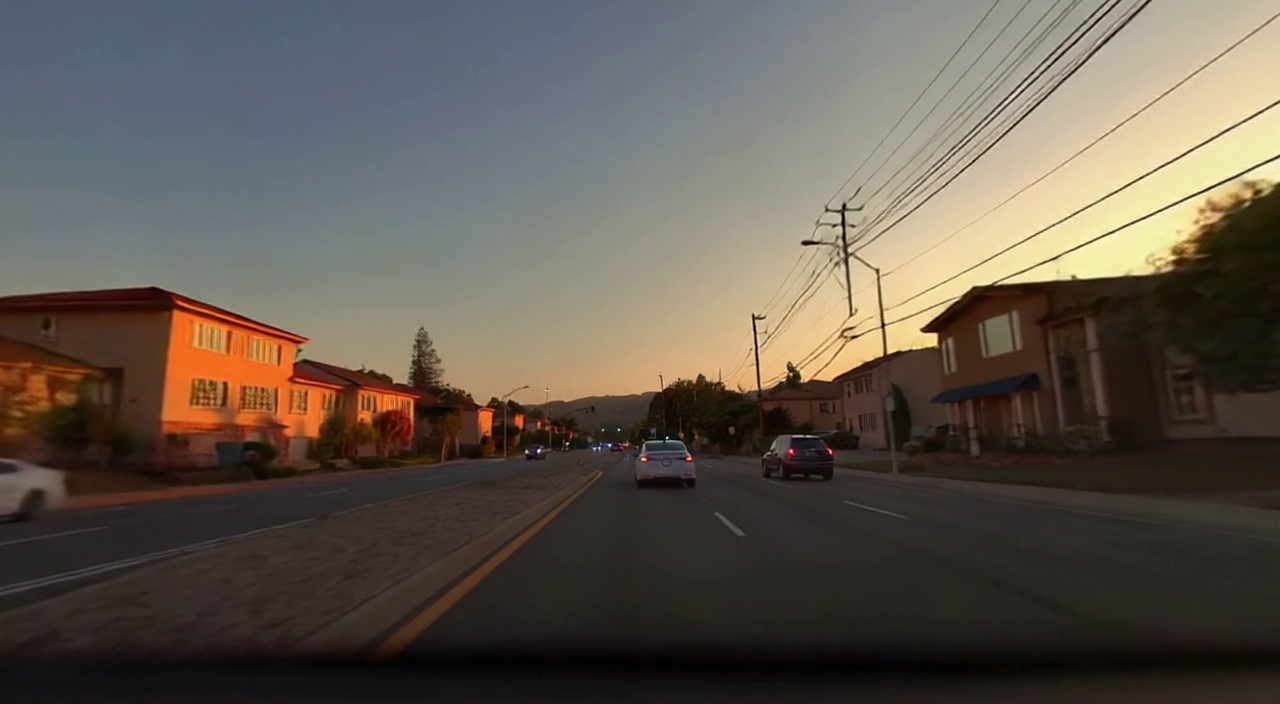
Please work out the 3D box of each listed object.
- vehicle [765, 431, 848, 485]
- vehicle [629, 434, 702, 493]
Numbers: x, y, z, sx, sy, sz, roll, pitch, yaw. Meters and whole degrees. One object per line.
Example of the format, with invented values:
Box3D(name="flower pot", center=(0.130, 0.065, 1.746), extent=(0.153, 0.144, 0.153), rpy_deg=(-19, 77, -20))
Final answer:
Box3D(name="vehicle", center=(6.338, 4.086, 24.523), extent=(2.061, 1.889, 4.268), rpy_deg=(0, -9, 0))
Box3D(name="vehicle", center=(0.733, 3.592, 20.644), extent=(2.138, 1.702, 4.168), rpy_deg=(0, -9, -1))
